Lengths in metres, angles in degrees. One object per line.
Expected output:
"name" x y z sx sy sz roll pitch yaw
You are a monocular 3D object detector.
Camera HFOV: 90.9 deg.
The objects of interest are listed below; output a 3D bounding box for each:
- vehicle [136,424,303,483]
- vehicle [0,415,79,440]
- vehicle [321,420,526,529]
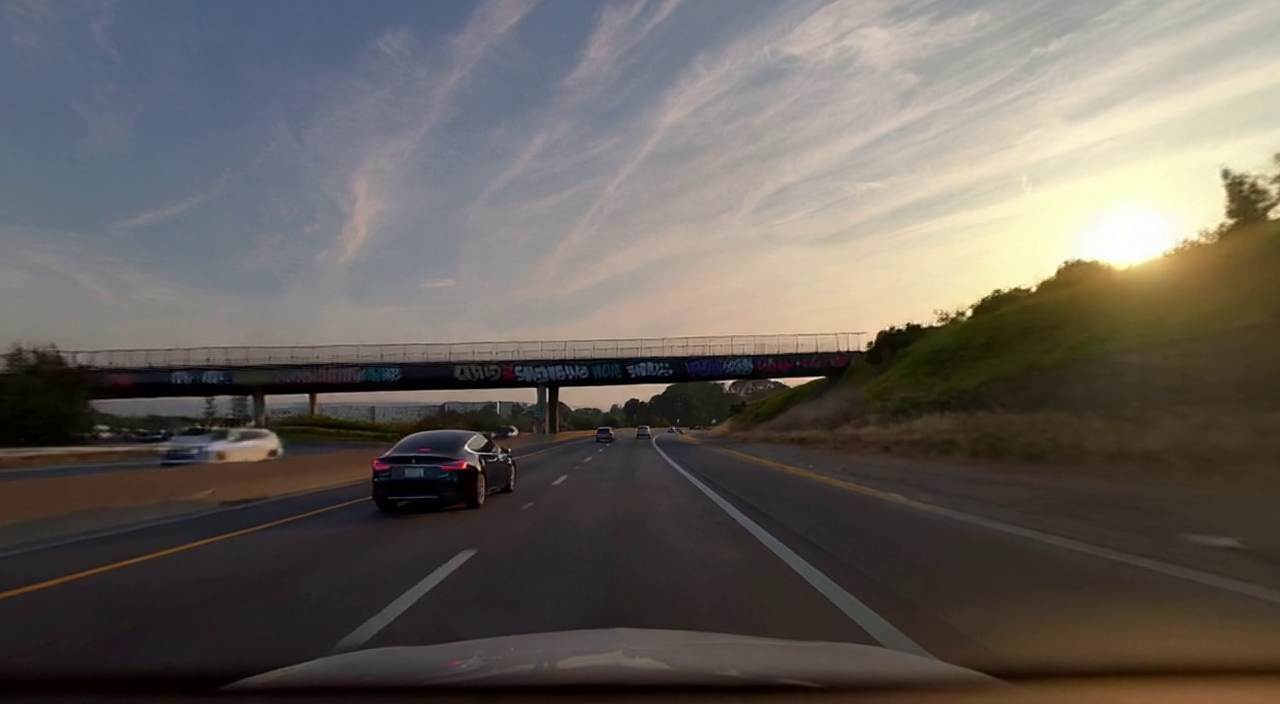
"vehicle" -12.636 3.058 19.401 1.979 1.566 4.599 0 -8 0
"vehicle" -38.541 4.764 39.442 4.767 1.486 1.933 5 -9 -33
"vehicle" -3.550 2.081 11.436 2.108 1.555 4.574 0 -8 0
